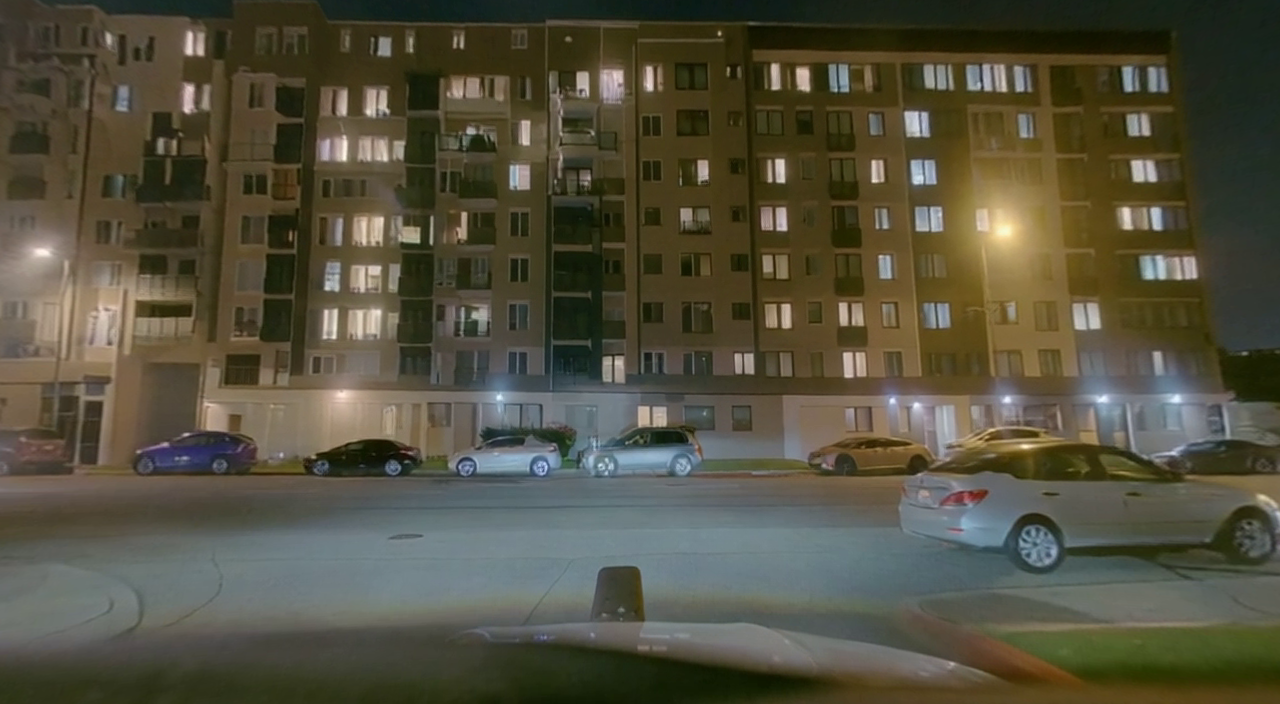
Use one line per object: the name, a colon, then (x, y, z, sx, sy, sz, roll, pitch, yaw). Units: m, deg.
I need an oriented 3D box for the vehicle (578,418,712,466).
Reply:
vehicle: (0.122, 3.737, 26.051, 5.299, 1.860, 2.098, 1, -10, -4)

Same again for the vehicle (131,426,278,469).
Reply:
vehicle: (-17.453, 3.837, 25.491, 4.426, 1.641, 1.889, 0, -8, -4)

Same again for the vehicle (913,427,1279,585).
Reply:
vehicle: (5.945, 1.635, 7.238, 4.714, 1.471, 1.978, 0, -5, 1)

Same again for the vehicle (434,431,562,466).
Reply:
vehicle: (-5.691, 3.971, 25.795, 4.851, 1.339, 1.785, 0, -10, -2)

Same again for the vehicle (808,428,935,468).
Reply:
vehicle: (9.527, 3.965, 26.211, 4.521, 1.411, 1.726, -2, -7, -4)

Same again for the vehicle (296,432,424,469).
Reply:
vehicle: (-11.307, 4.015, 25.730, 4.336, 1.438, 1.776, 0, -8, -3)
